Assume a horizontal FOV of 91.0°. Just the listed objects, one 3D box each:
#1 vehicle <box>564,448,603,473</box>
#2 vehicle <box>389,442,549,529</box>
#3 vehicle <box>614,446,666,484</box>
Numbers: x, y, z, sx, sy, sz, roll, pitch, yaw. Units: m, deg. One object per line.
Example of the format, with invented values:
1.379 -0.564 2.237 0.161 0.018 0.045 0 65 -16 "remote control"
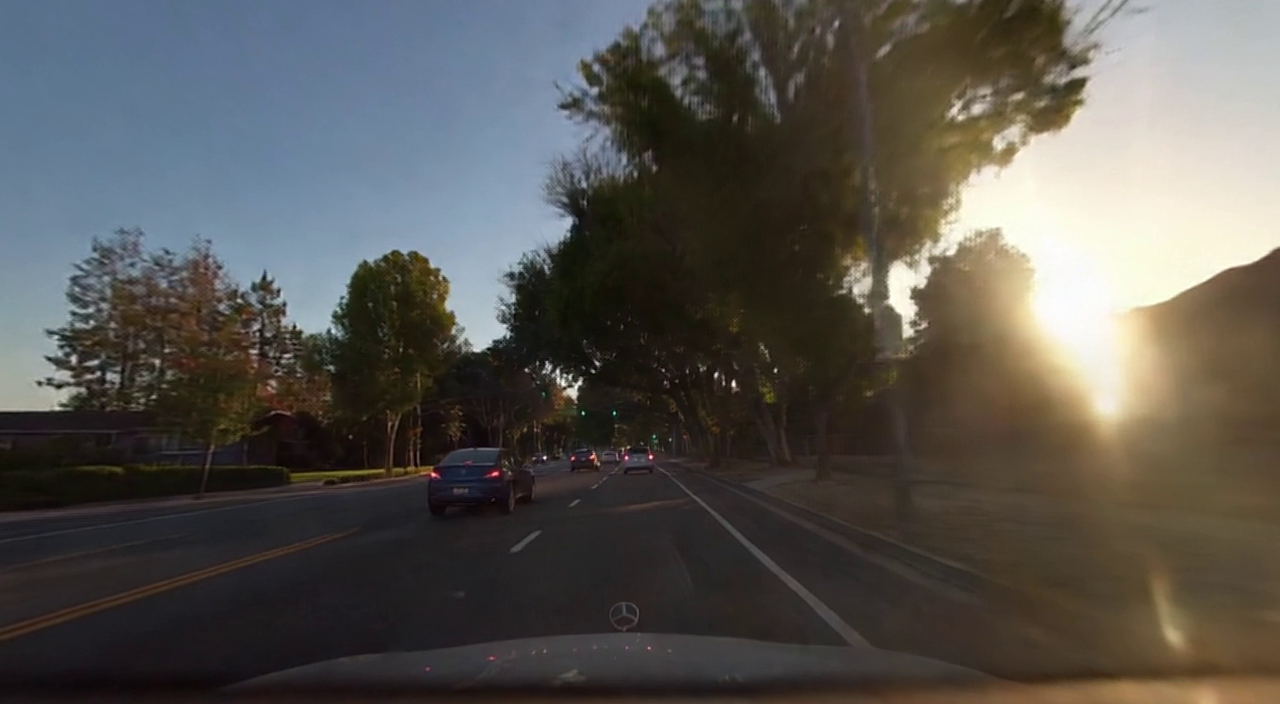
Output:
-3.560 6.868 40.185 2.114 1.500 3.912 0 -9 0 "vehicle"
-3.230 2.611 12.959 2.030 1.467 4.403 0 -9 0 "vehicle"
-0.016 4.745 26.774 2.065 1.456 4.099 0 -9 0 "vehicle"
